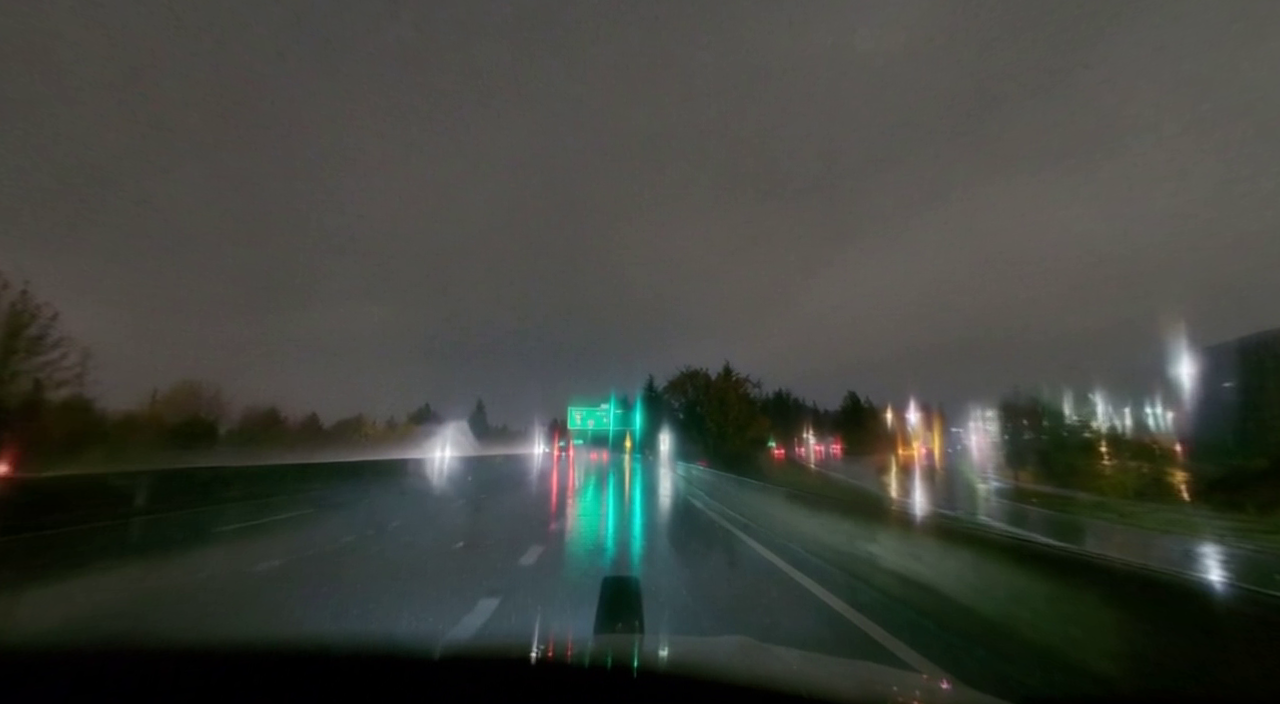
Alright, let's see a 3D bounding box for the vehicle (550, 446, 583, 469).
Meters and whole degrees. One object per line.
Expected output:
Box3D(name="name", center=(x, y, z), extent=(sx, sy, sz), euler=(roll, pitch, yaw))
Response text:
Box3D(name="vehicle", center=(-5.349, 7.746, 46.114), extent=(2.248, 1.619, 3.848), euler=(0, -9, -4))
